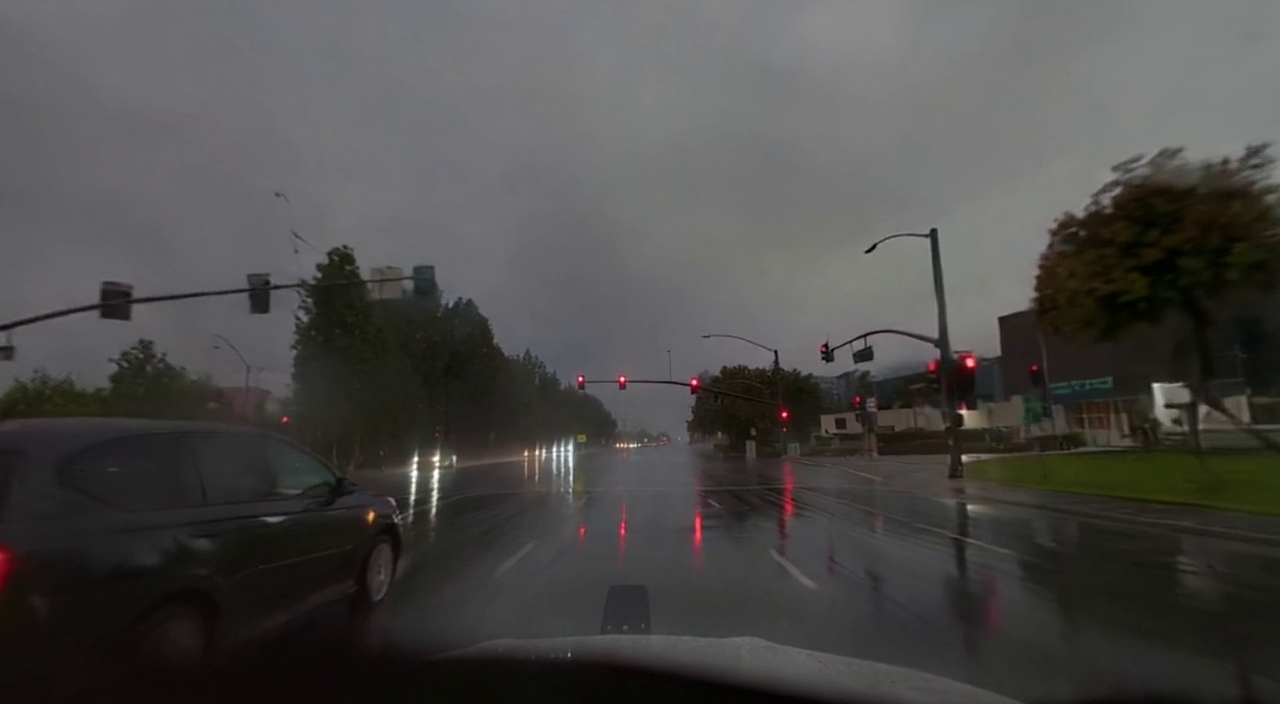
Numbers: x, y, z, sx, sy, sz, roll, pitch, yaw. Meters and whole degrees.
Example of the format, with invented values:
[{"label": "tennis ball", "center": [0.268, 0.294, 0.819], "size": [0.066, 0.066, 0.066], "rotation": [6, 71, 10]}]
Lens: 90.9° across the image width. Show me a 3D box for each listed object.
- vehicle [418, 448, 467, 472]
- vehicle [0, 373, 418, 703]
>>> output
[{"label": "vehicle", "center": [-14.420, 7.867, 46.282], "size": [2.084, 1.655, 4.567], "rotation": [0, -8, 1]}, {"label": "vehicle", "center": [-3.154, 1.035, 3.308], "size": [2.162, 1.549, 4.795], "rotation": [0, -8, 1]}]
